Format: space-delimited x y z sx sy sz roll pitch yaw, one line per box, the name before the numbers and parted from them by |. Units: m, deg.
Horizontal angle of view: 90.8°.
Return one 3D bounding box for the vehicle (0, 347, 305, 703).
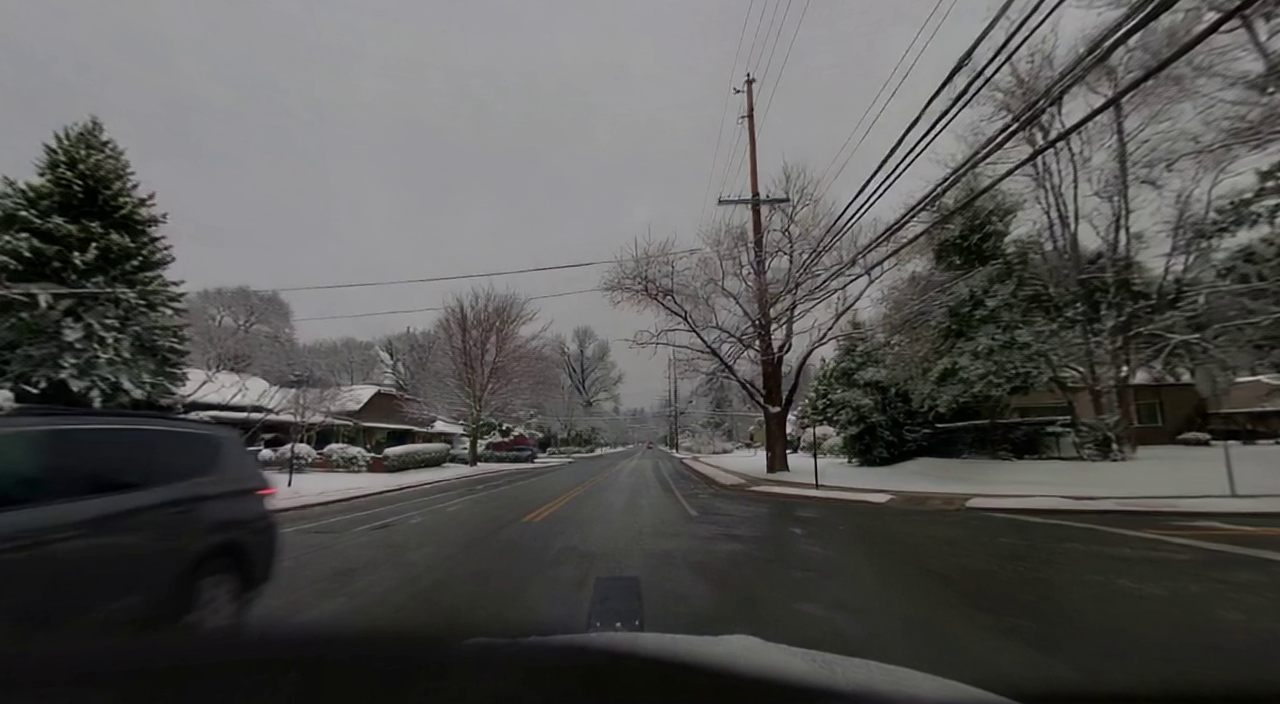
vehicle | -3.682 0.903 2.564 2.097 1.827 4.603 0 -9 0
